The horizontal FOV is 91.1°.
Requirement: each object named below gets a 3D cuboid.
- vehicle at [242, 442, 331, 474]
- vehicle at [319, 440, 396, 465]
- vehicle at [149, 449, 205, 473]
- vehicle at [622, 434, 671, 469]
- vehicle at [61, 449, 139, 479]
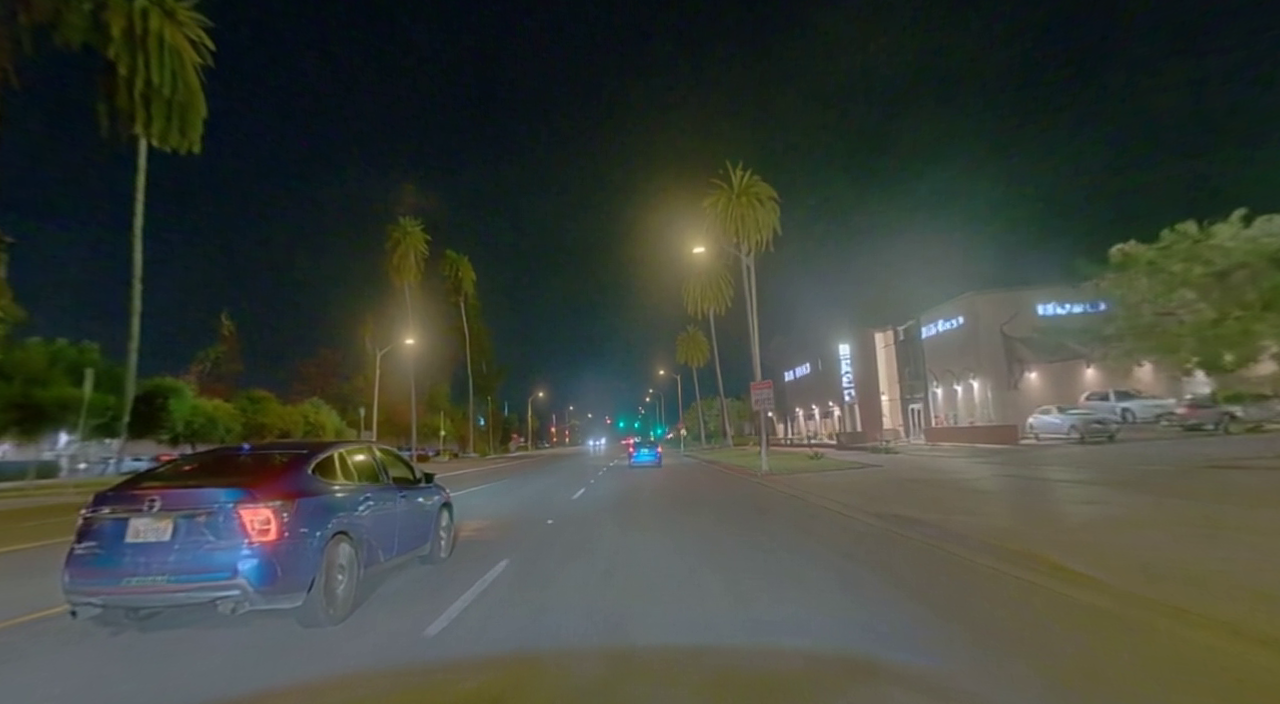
[{"bbox_3d":[-22.928,6.868,40.873,4.672,1.665,1.957,-3,-7,-2],"label":"vehicle"},{"bbox_3d":[-22.178,7.893,49.393,4.961,1.894,2.256,0,-9,-1],"label":"vehicle"},{"bbox_3d":[-35.016,8.207,47.455,4.157,1.639,1.955,-6,-10,33],"label":"vehicle"},{"bbox_3d":[0.242,4.639,29.386,2.144,1.514,4.063,0,-8,-1],"label":"vehicle"},{"bbox_3d":[-35.301,7.279,41.043,4.727,1.857,2.136,-5,-10,28],"label":"vehicle"}]
